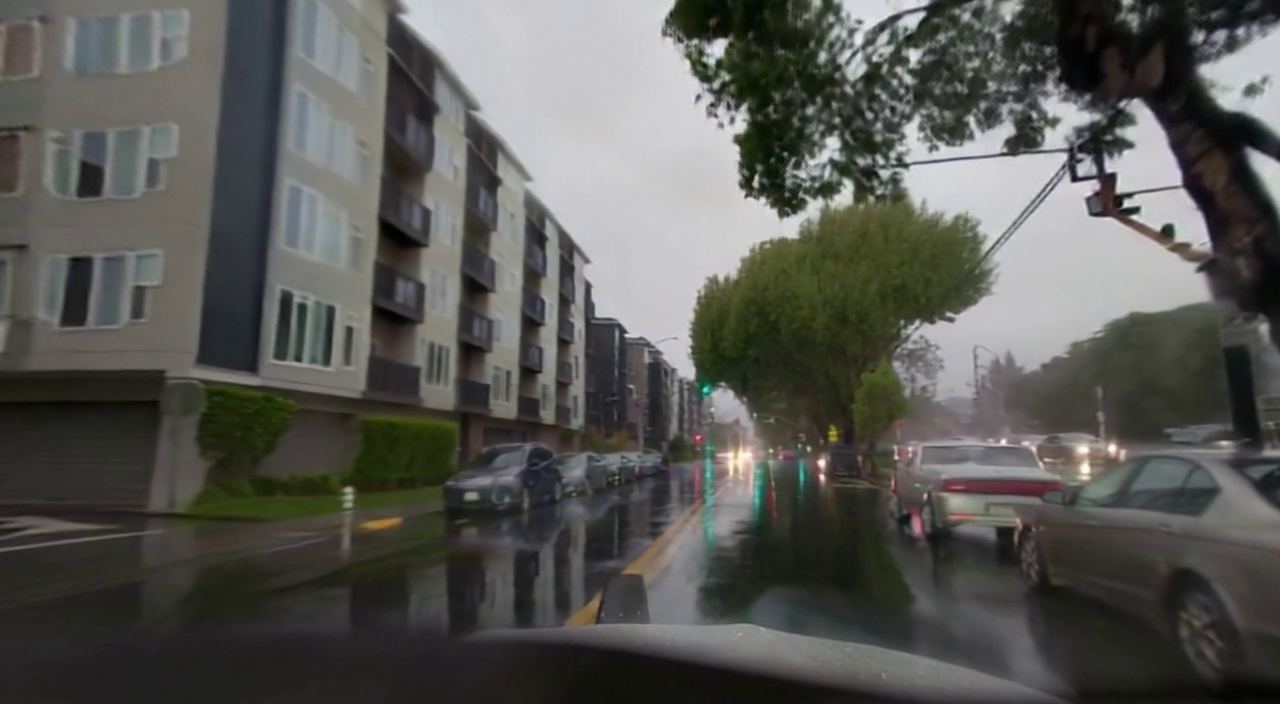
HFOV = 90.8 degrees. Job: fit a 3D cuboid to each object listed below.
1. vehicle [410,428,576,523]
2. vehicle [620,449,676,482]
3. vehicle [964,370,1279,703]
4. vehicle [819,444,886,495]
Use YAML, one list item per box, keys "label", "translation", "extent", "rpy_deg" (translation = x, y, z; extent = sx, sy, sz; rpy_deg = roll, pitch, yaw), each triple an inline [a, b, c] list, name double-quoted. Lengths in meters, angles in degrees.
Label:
- label: "vehicle"
  translation: [-3.147, 2.759, 14.756]
  extent: [1.993, 1.817, 4.619]
  rpy_deg: [-2, -9, 11]
- label: "vehicle"
  translation: [0.465, 5.543, 31.206]
  extent: [1.934, 1.484, 4.630]
  rpy_deg: [-2, -9, 11]
- label: "vehicle"
  translation: [4.244, 1.203, 4.569]
  extent: [2.153, 1.685, 4.586]
  rpy_deg: [-2, -9, 12]
- label: "vehicle"
  translation: [8.575, 4.702, 25.897]
  extent: [2.034, 1.689, 4.978]
  rpy_deg: [-2, -6, 12]
